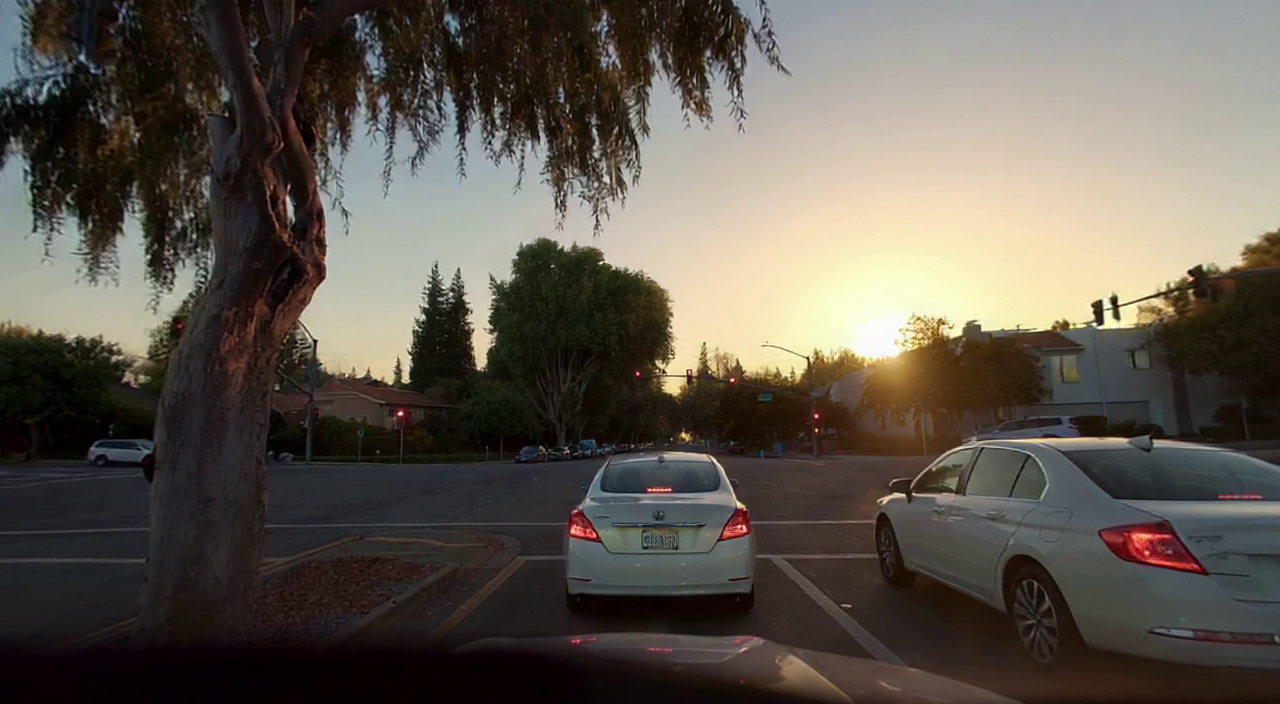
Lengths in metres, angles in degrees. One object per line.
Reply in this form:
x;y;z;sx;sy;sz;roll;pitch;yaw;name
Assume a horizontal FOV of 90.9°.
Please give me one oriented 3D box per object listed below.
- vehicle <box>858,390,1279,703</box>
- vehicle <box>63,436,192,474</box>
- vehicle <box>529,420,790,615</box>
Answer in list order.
3.176;1.127;3.897;1.931;1.493;4.555;0;-8;-1;vehicle
-24.272;4.869;29.991;4.450;1.684;1.894;0;-8;0;vehicle
0.111;1.566;6.874;2.017;1.485;3.813;0;-8;-1;vehicle
